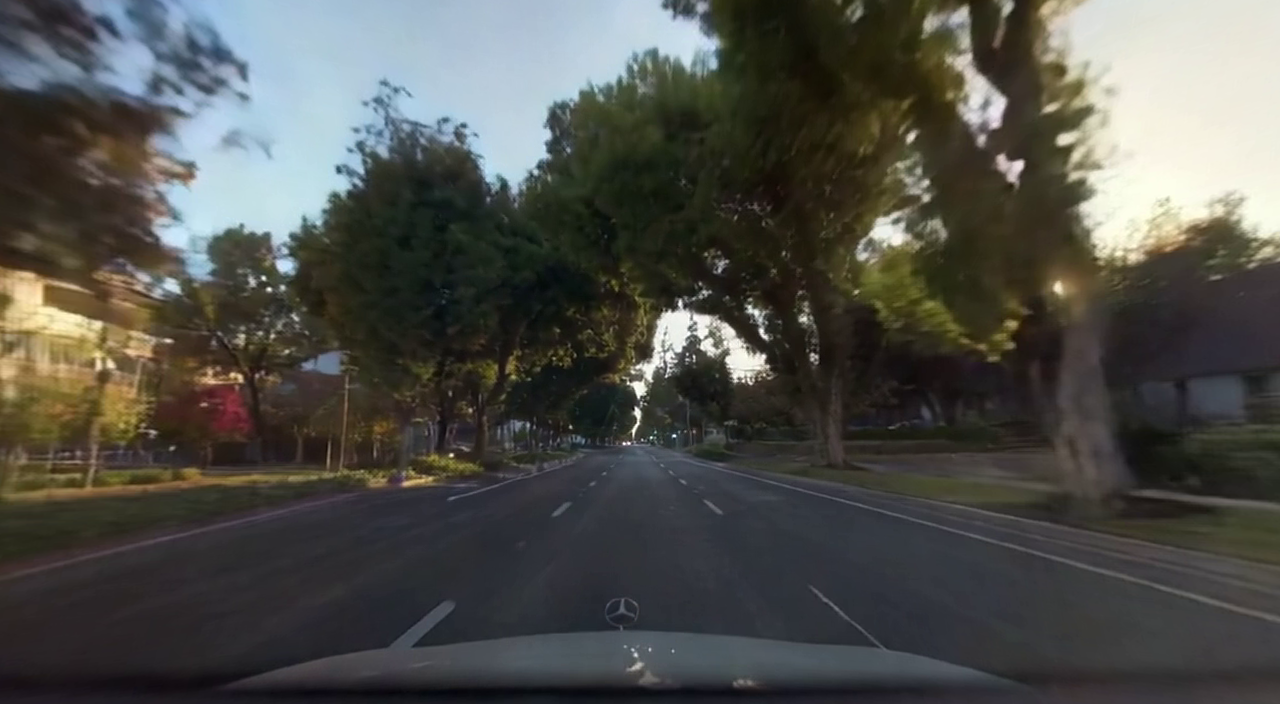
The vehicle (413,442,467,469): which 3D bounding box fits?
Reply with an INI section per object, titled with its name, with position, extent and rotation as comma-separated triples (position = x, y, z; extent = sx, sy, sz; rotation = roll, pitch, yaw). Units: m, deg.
[vehicle]
position = -13.934, 7.231, 44.279
extent = 2.133, 1.770, 5.049
rotation = 0, -9, 0
